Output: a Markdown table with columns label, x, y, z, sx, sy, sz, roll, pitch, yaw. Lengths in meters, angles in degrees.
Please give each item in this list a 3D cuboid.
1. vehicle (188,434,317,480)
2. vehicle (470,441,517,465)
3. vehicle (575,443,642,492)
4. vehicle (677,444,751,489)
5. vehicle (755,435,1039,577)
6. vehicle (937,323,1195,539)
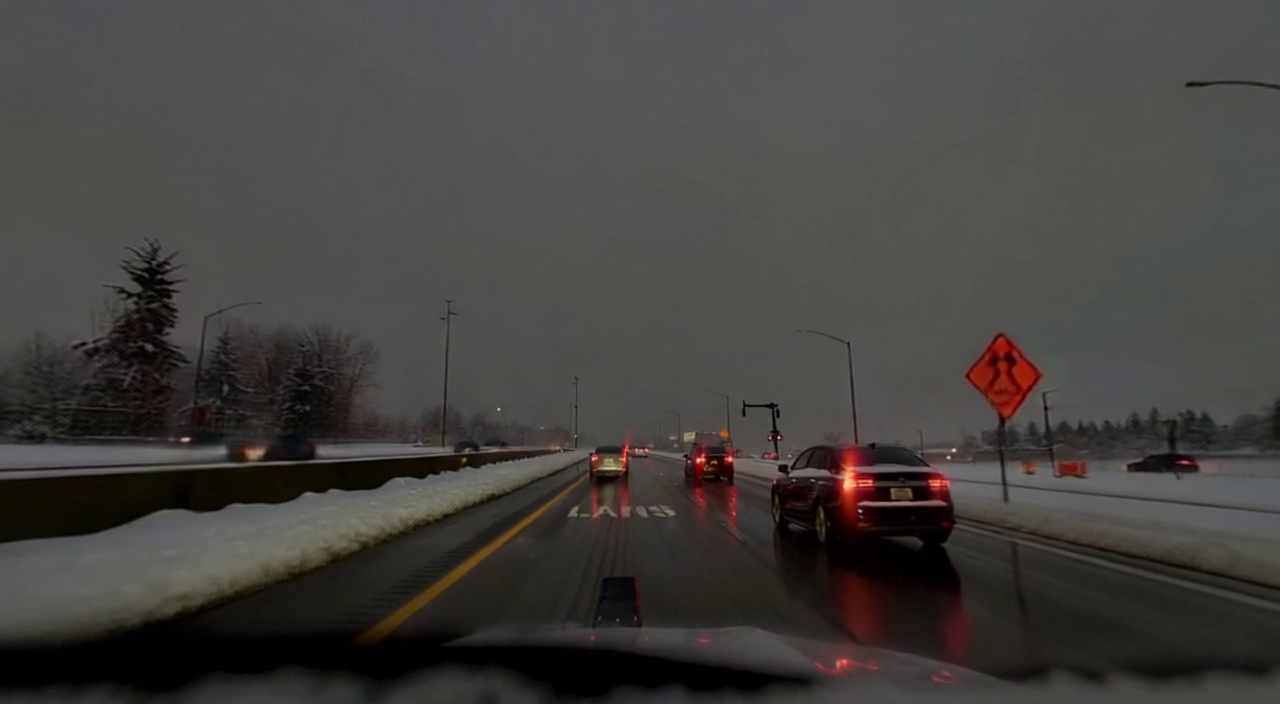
| label | x | y | z | sx | sy | sz | roll | pitch | yaw |
| --- | --- | --- | --- | --- | --- | --- | --- | --- | --- |
| vehicle | -13.639 | 3.738 | 22.622 | 1.828 | 1.471 | 4.406 | 0 | -9 | 0 |
| vehicle | -9.839 | 6.844 | 42.788 | 2.007 | 1.555 | 4.466 | 0 | -9 | 1 |
| vehicle | -1.012 | 3.892 | 21.598 | 2.069 | 1.470 | 4.004 | 0 | -9 | -1 |
| vehicle | 2.607 | 4.172 | 23.379 | 2.042 | 1.460 | 4.451 | 0 | -9 | -3 |
| vehicle | 3.095 | 1.942 | 8.807 | 1.996 | 1.455 | 4.281 | 0 | -9 | -2 |
| vehicle | 7.672 | 1.493 | 11.927 | 2.575 | 3.519 | 2.984 | 0 | -9 | 2 |
